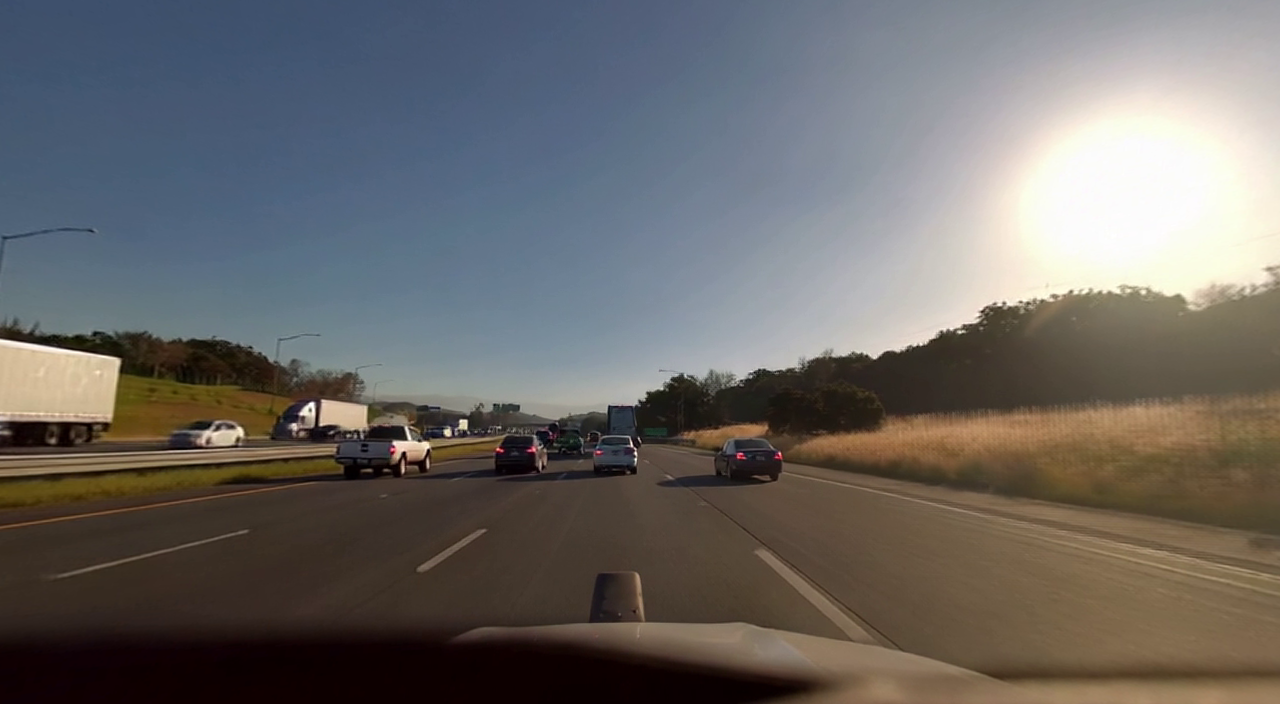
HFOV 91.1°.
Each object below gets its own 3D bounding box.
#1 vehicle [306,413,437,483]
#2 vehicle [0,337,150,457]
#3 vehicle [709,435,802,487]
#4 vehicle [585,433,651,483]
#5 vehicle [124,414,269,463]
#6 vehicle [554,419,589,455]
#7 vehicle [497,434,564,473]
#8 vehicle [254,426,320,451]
[{"bbox_3d":[-8.264,3.001,19.930,2.158,1.943,4.662,0,-8,-1],"label":"vehicle"},{"bbox_3d":[-22.898,1.458,20.575,2.881,3.978,14.159,0,-8,-2],"label":"vehicle"},{"bbox_3d":[3.546,3.413,20.189,1.981,1.474,4.396,0,-8,-3],"label":"vehicle"},{"bbox_3d":[-0.694,3.462,20.919,1.980,1.478,3.758,0,-8,-1],"label":"vehicle"},{"bbox_3d":[-15.055,2.991,21.709,1.885,1.496,4.446,0,-8,-2],"label":"vehicle"},{"bbox_3d":[-5.249,6.673,49.182,2.303,2.610,6.579,0,-8,-3],"label":"vehicle"},{"bbox_3d":[-4.459,4.181,26.242,2.046,1.493,4.384,0,-8,0],"label":"vehicle"},{"bbox_3d":[-23.747,5.838,42.516,2.068,1.563,4.337,0,-8,-2],"label":"vehicle"}]
